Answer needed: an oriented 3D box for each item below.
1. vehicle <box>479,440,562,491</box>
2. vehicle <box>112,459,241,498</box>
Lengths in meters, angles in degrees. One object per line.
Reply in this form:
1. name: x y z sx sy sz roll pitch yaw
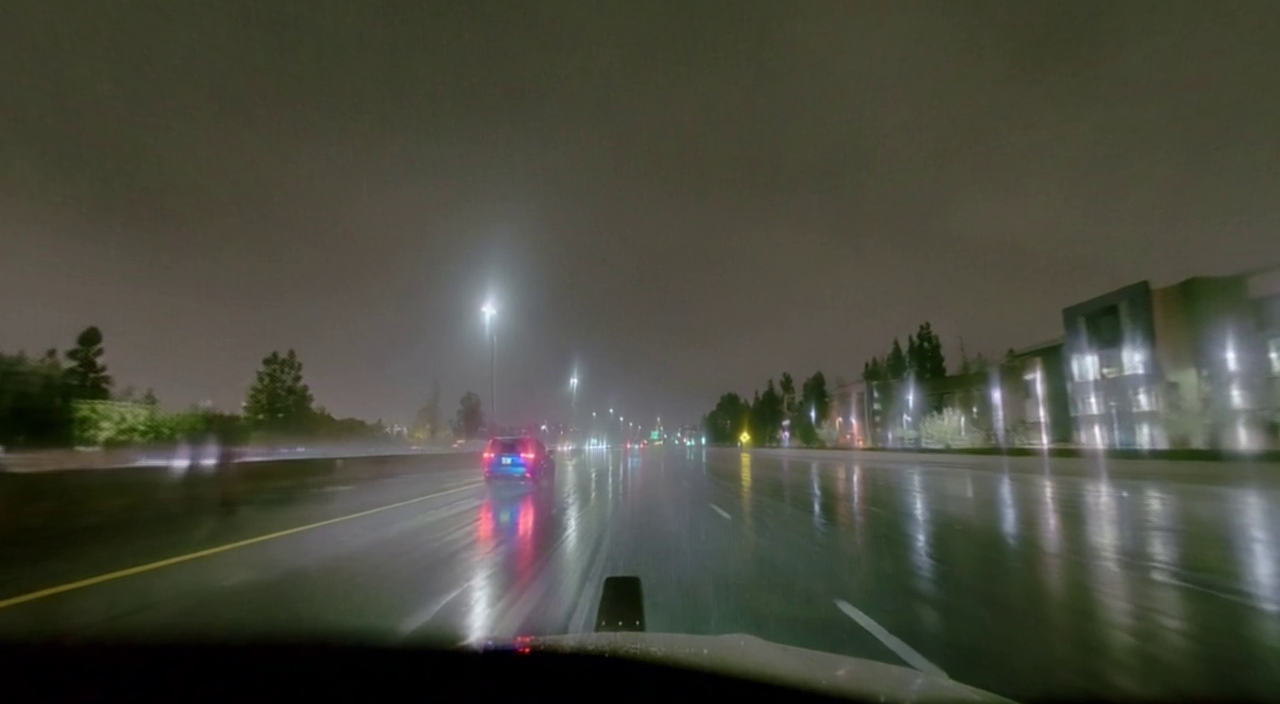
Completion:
1. vehicle: -3.852 3.744 21.153 1.900 1.492 4.495 0 -9 0
2. vehicle: -20.382 5.559 28.114 2.086 1.479 4.780 0 -9 0
